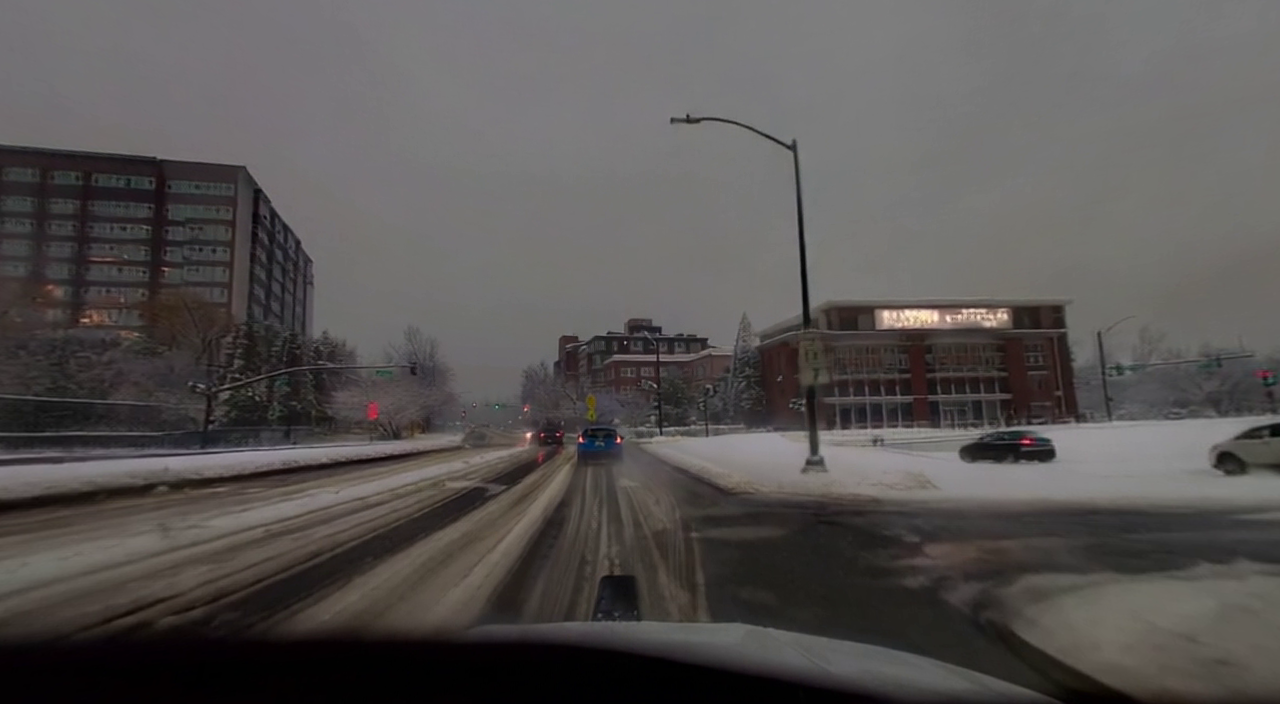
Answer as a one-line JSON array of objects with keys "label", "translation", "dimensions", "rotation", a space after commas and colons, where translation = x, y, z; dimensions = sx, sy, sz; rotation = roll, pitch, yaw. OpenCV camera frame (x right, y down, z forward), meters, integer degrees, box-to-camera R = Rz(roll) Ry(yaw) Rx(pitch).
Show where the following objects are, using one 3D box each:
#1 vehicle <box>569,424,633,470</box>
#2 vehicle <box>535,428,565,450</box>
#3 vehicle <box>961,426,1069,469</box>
[{"label": "vehicle", "translation": [-1.501, 3.621, 24.162], "dimensions": [2.231, 1.572, 4.227], "rotation": [0, -8, -4]}, {"label": "vehicle", "translation": [-6.450, 6.232, 45.171], "dimensions": [2.023, 1.485, 3.721], "rotation": [1, -8, -7]}, {"label": "vehicle", "translation": [18.707, 4.889, 31.783], "dimensions": [1.932, 1.762, 4.835], "rotation": [0, -13, -8]}]
